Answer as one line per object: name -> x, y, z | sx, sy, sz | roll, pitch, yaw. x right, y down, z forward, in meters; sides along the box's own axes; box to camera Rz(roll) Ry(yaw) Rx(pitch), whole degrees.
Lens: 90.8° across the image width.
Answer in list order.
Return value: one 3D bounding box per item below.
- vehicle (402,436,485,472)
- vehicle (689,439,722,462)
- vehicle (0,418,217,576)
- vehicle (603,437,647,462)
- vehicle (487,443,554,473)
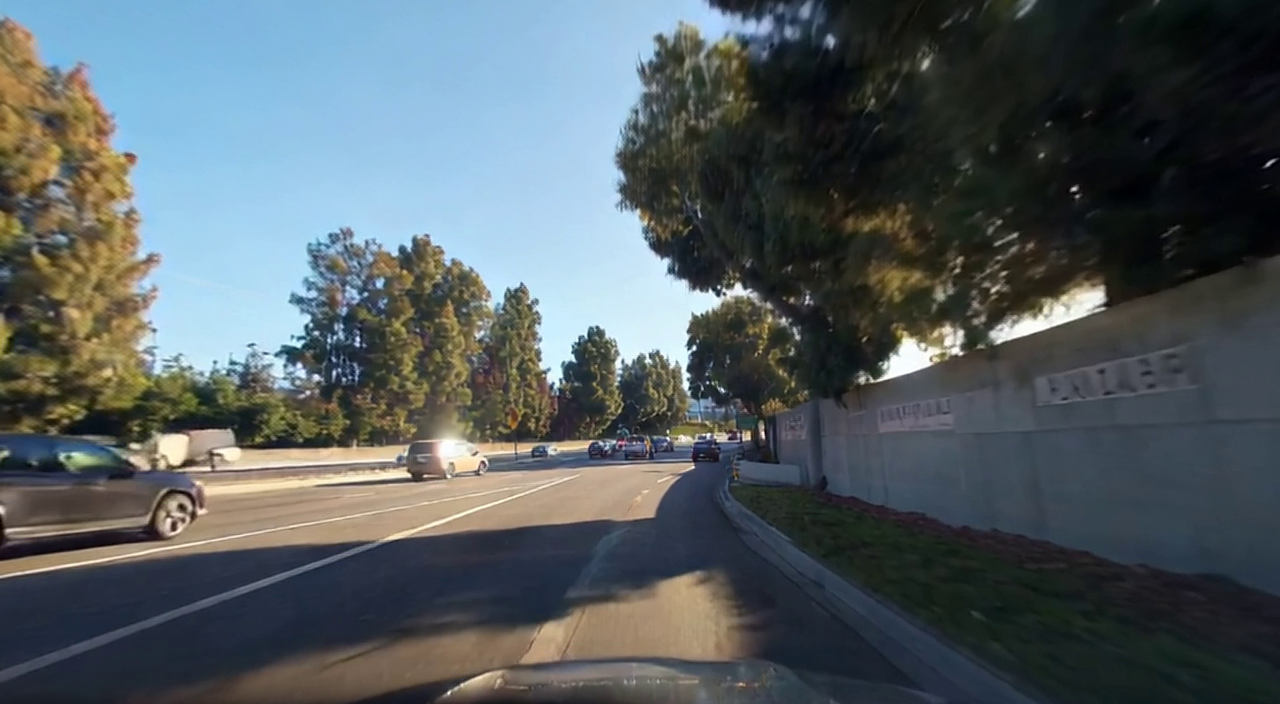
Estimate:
vehicle -> -10.255, 5.368, 33.390 | 2.089, 1.736, 4.662 | -2, -9, 12
vehicle -> 5.031, 7.505, 48.230 | 2.012, 1.622, 4.166 | -2, -9, 12
vehicle -> -7.677, 1.601, 7.172 | 2.082, 1.638, 4.644 | -1, -9, 8
vehicle -> -1.017, 7.254, 47.126 | 2.105, 1.764, 5.109 | -2, -9, 12
vehicle -> -6.266, 5.606, 33.646 | 1.860, 1.442, 4.332 | -2, -9, 13
